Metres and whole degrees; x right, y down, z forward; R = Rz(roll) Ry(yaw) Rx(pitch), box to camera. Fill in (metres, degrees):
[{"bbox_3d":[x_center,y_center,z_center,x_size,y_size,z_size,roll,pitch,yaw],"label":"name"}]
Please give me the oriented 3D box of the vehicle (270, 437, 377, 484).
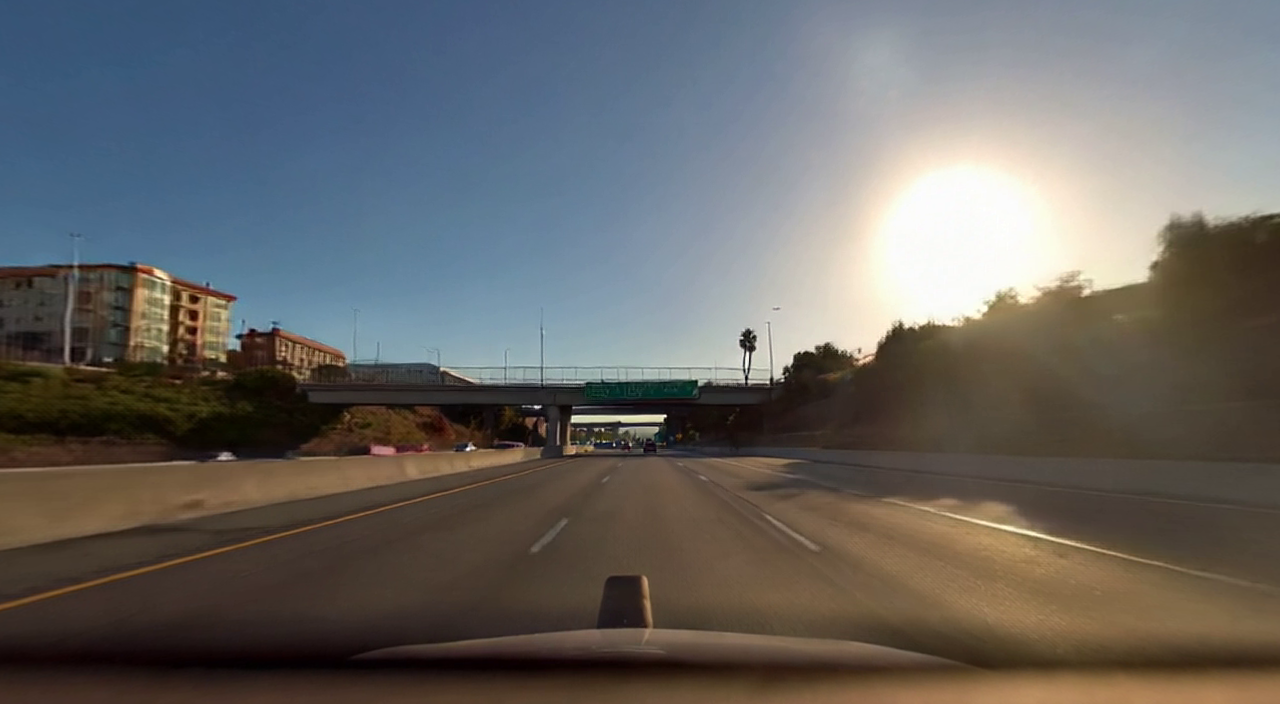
[{"bbox_3d":[-11.235,3.860,22.693,1.793,1.529,3.761,0,-8,2],"label":"vehicle"}]
